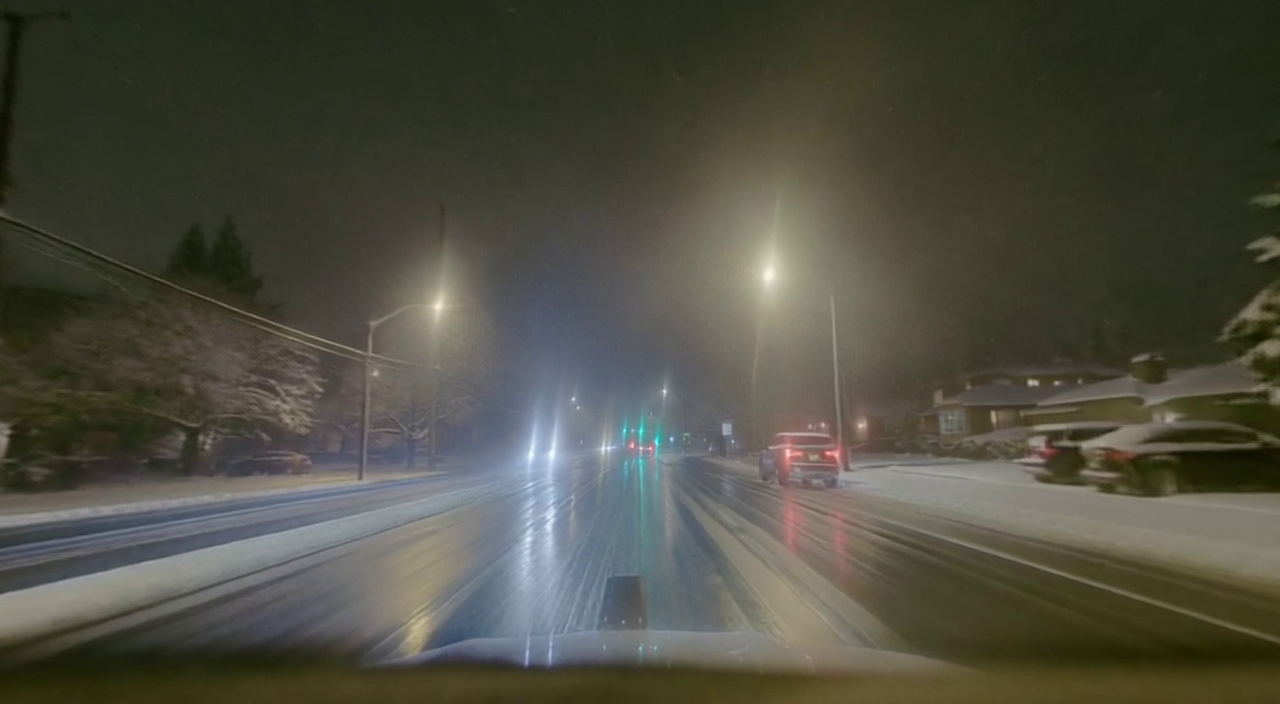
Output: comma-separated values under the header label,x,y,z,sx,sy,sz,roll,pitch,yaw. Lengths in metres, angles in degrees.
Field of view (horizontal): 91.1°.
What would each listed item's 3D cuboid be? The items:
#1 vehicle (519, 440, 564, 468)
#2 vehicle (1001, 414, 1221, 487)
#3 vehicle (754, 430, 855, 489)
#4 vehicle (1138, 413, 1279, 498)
label,x,y,z,sx,sy,sz,roll,pitch,yaw
vehicle,-7.165,7.527,46.454,2.325,1.877,5.690,-1,-8,1
vehicle,13.284,2.741,17.822,4.981,1.857,2.104,1,-8,-13
vehicle,5.528,3.671,21.862,2.114,1.799,4.960,0,-8,-1
vehicle,13.854,2.175,13.580,4.399,1.663,1.970,-1,-8,0
